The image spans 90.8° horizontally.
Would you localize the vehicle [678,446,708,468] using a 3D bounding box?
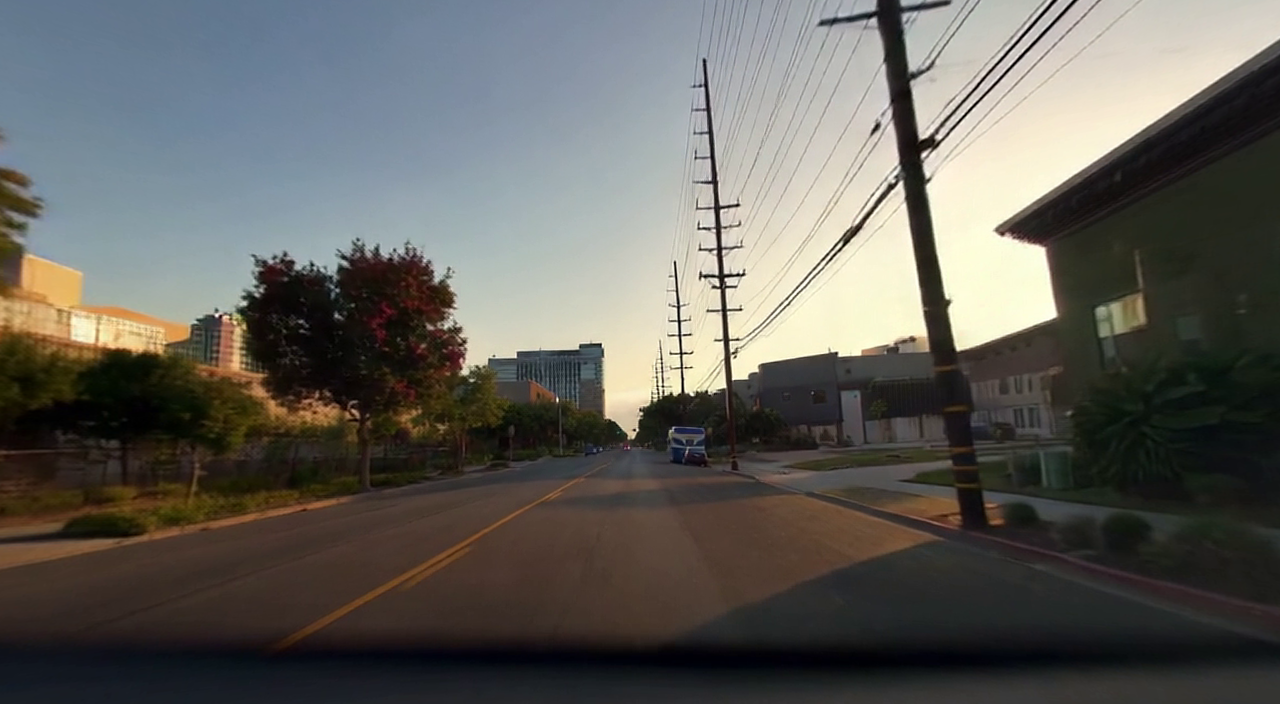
[{"bbox_3d":[4.024,8.083,48.763,1.852,1.497,3.672,-2,-8,-2],"label":"vehicle"}]
